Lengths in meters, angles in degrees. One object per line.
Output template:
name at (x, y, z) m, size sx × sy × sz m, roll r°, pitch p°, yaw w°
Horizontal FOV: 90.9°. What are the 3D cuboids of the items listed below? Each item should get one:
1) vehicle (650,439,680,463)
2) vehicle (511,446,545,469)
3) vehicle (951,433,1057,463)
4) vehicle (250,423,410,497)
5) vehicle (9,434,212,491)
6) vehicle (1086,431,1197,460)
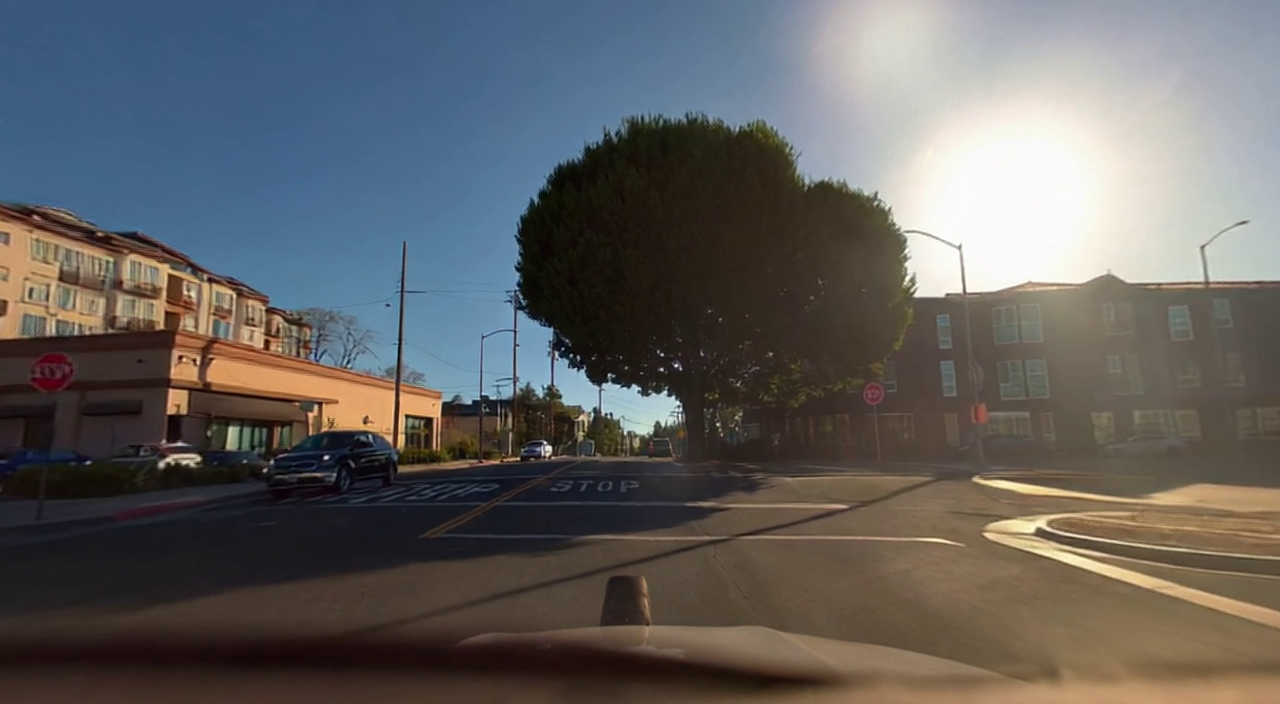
vehicle at (1.721, 6.973, 44.657) m, size 1.851 × 1.471 × 4.372 m, roll 0°, pitch -7°, yaw -1°
vehicle at (-8.492, 7.985, 47.921) m, size 1.904 × 1.475 × 3.784 m, roll 0°, pitch -5°, yaw 0°
vehicle at (19.495, 5.130, 33.910) m, size 4.528 × 1.458 × 1.939 m, roll 0°, pitch -6°, yaw -2°
vehicle at (-7.928, 2.823, 16.794) m, size 2.156 × 1.620 × 4.945 m, roll 0°, pitch -9°, yaw -6°
vehicle at (-16.892, 3.455, 20.350) m, size 2.010 × 1.583 × 4.582 m, roll -6°, pitch -9°, yaw 37°
vehicle at (26.973, 5.013, 33.994) m, size 4.323 × 1.507 × 1.896 m, roll 0°, pitch -7°, yaw -1°
